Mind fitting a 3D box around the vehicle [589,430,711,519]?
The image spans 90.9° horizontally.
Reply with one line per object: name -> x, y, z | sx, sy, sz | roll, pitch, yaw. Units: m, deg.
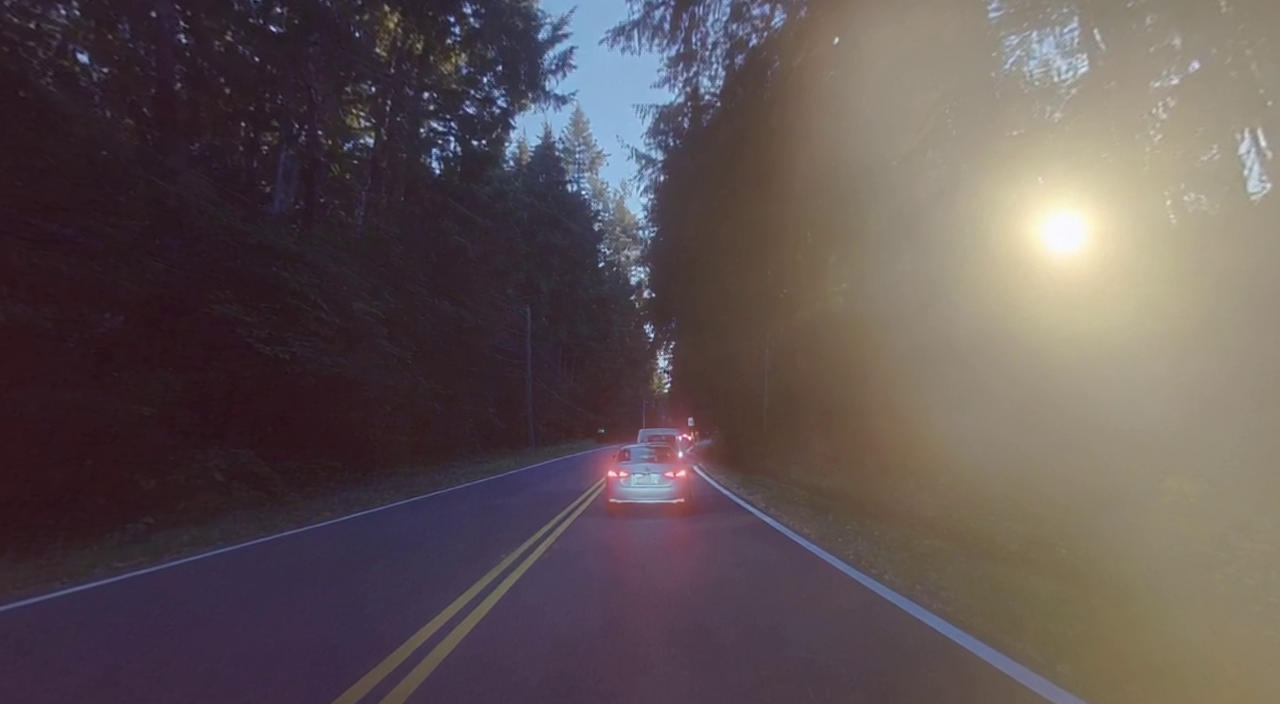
vehicle -> 0.159, 2.381, 12.687 | 2.081, 1.503, 3.726 | 0, -8, 0
